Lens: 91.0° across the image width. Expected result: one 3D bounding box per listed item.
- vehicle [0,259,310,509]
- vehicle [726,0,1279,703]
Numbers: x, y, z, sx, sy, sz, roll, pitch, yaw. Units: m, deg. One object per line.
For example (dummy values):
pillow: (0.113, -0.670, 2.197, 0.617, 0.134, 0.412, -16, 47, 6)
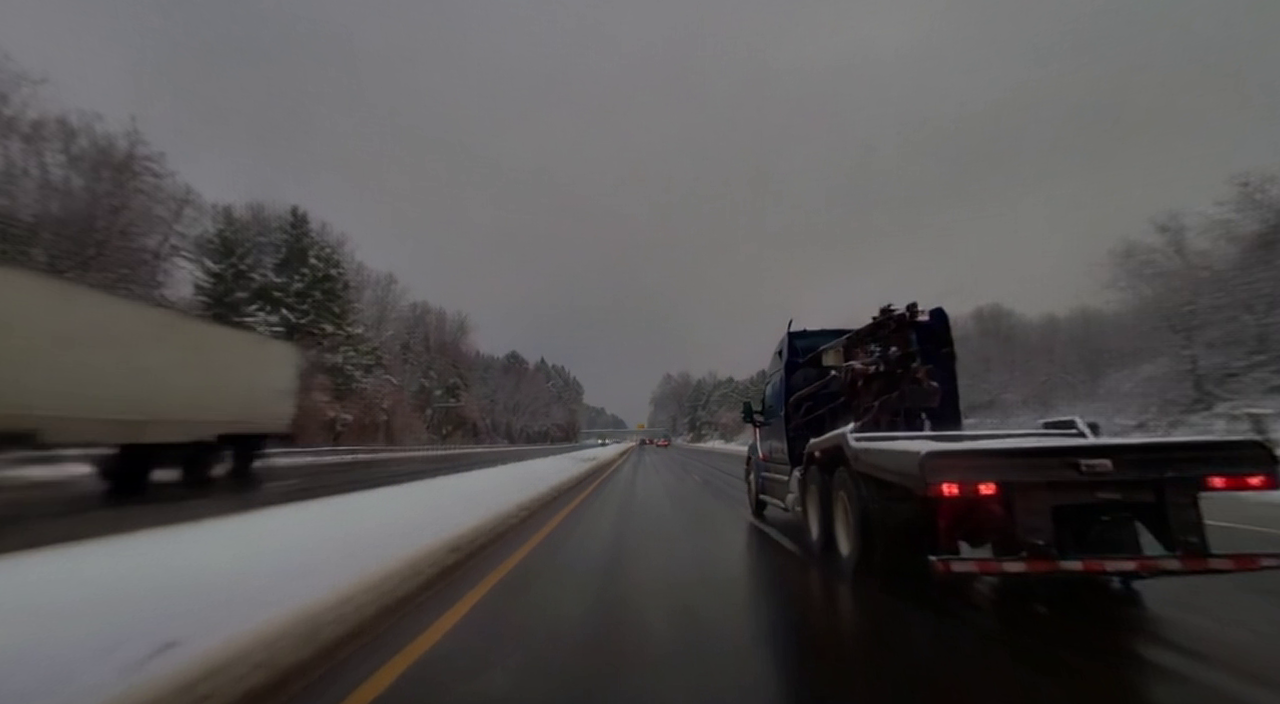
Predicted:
vehicle: (-11.726, 0.874, 12.609, 2.874, 3.991, 13.320, 0, -8, 0)
vehicle: (3.771, 0.213, 7.349, 3.691, 4.331, 13.909, 0, -8, 0)
